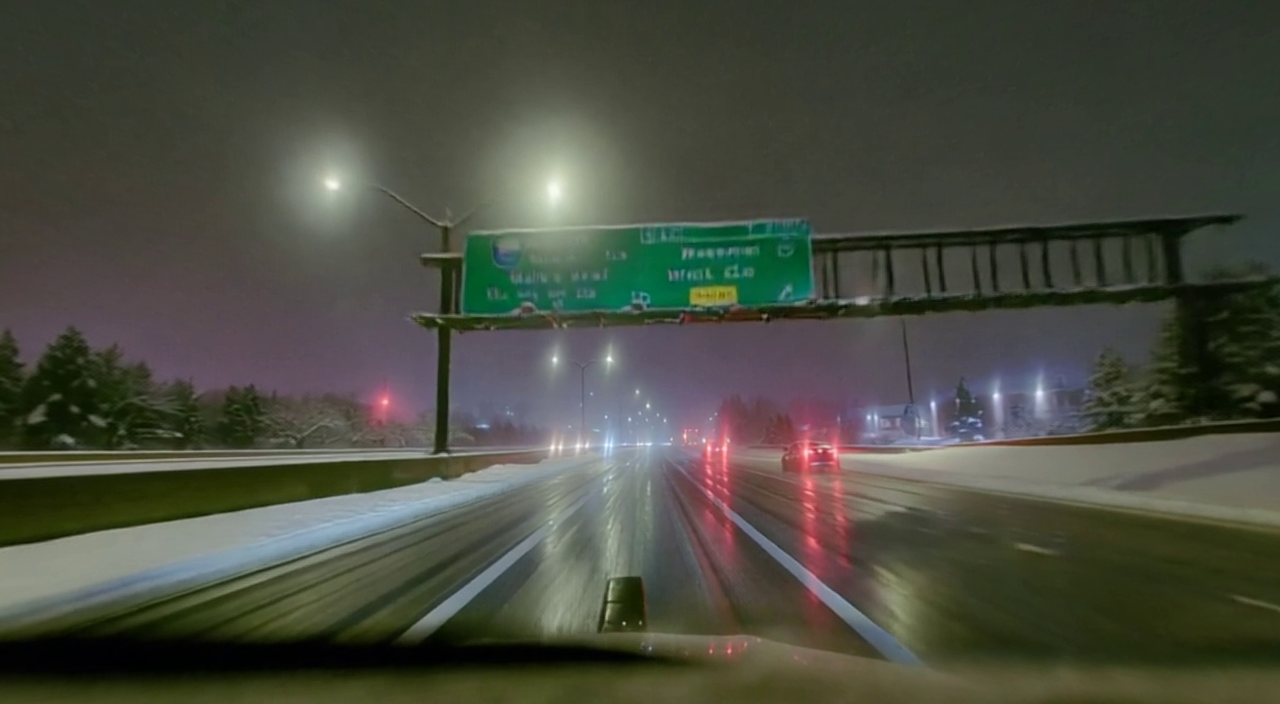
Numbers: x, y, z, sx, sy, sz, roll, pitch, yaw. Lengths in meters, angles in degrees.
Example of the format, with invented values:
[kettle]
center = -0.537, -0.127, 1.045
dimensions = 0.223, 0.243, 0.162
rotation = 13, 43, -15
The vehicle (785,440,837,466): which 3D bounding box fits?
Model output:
[vehicle]
center = 10.711, 6.363, 39.886
dimensions = 2.000, 1.514, 4.585
rotation = 0, -9, 0
